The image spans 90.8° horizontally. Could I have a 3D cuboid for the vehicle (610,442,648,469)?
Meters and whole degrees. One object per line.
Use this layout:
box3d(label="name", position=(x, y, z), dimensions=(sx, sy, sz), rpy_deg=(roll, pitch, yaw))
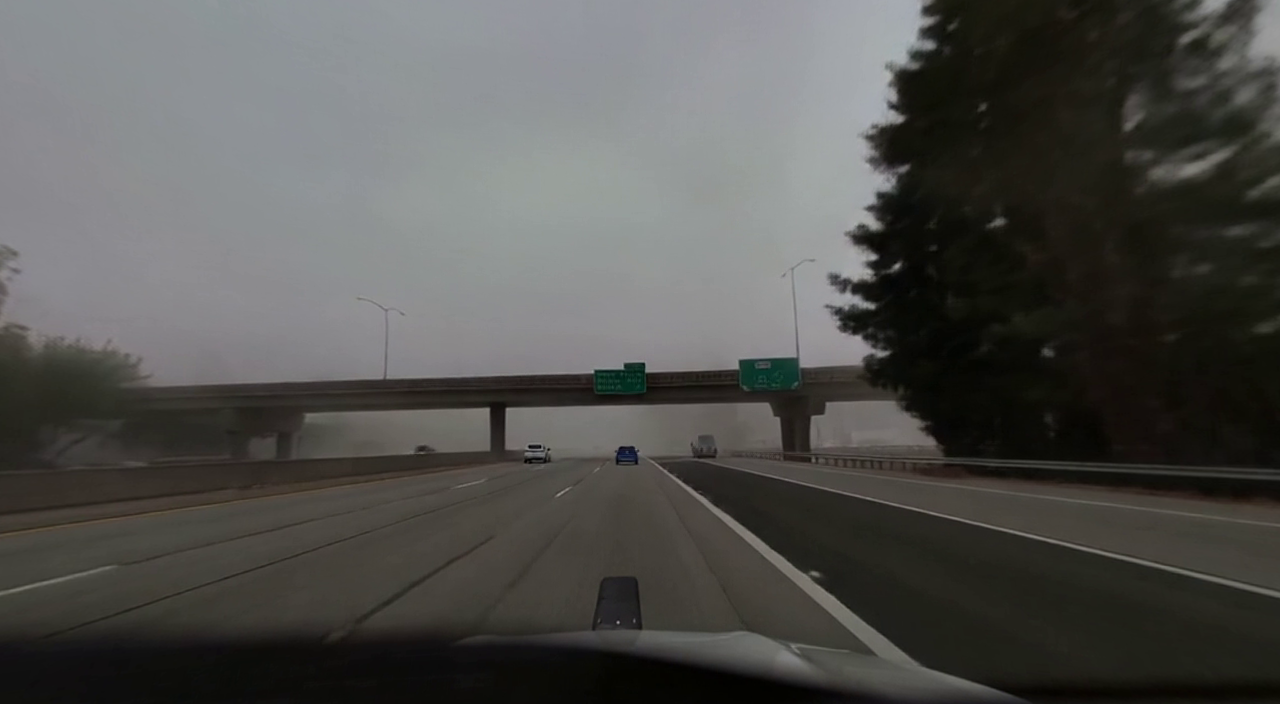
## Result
box3d(label="vehicle", position=(-0.633, 5.841, 35.843), dimensions=(2.012, 1.471, 4.059), rpy_deg=(0, -8, -1))
